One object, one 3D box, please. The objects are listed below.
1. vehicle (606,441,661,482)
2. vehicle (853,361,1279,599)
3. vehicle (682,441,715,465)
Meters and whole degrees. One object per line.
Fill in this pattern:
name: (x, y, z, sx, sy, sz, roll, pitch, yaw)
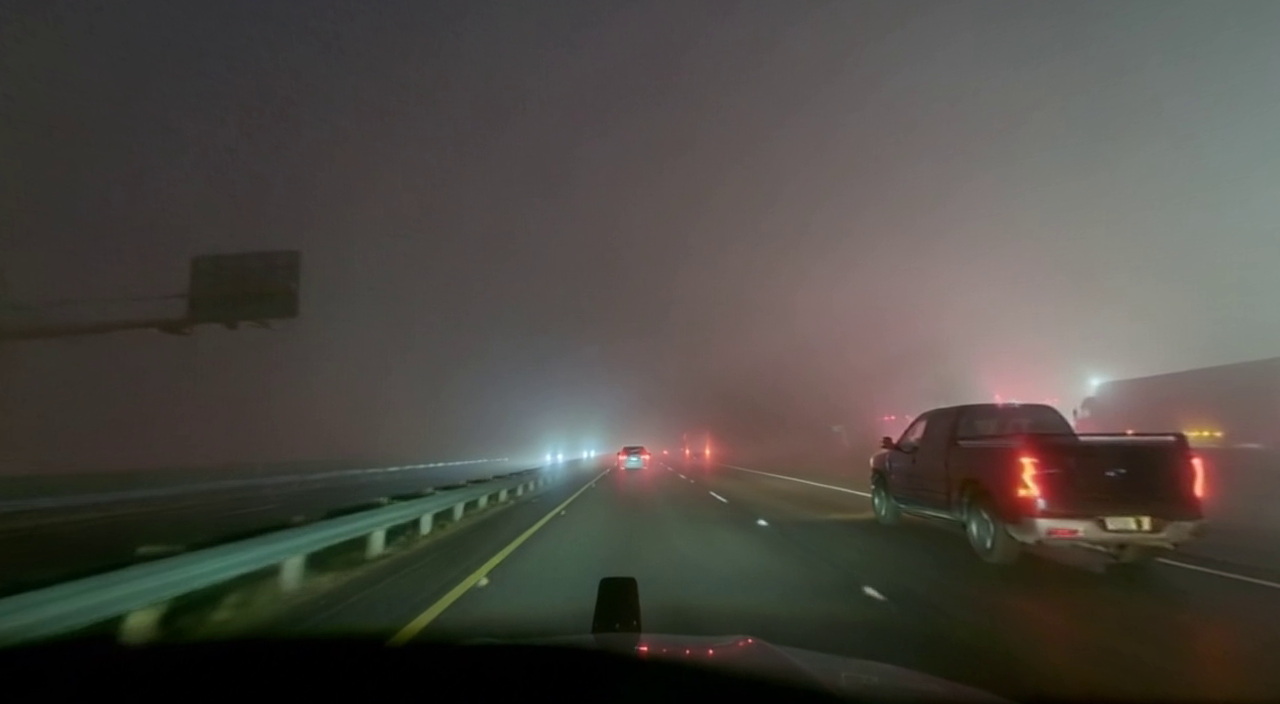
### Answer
vehicle: (-0.257, 4.360, 25.179, 2.029, 1.483, 3.769, 0, -9, 0)
vehicle: (4.593, 1.409, 7.621, 2.261, 1.952, 4.784, 0, -9, 0)
vehicle: (4.060, 7.066, 44.068, 1.936, 1.589, 3.915, 0, -9, -1)
